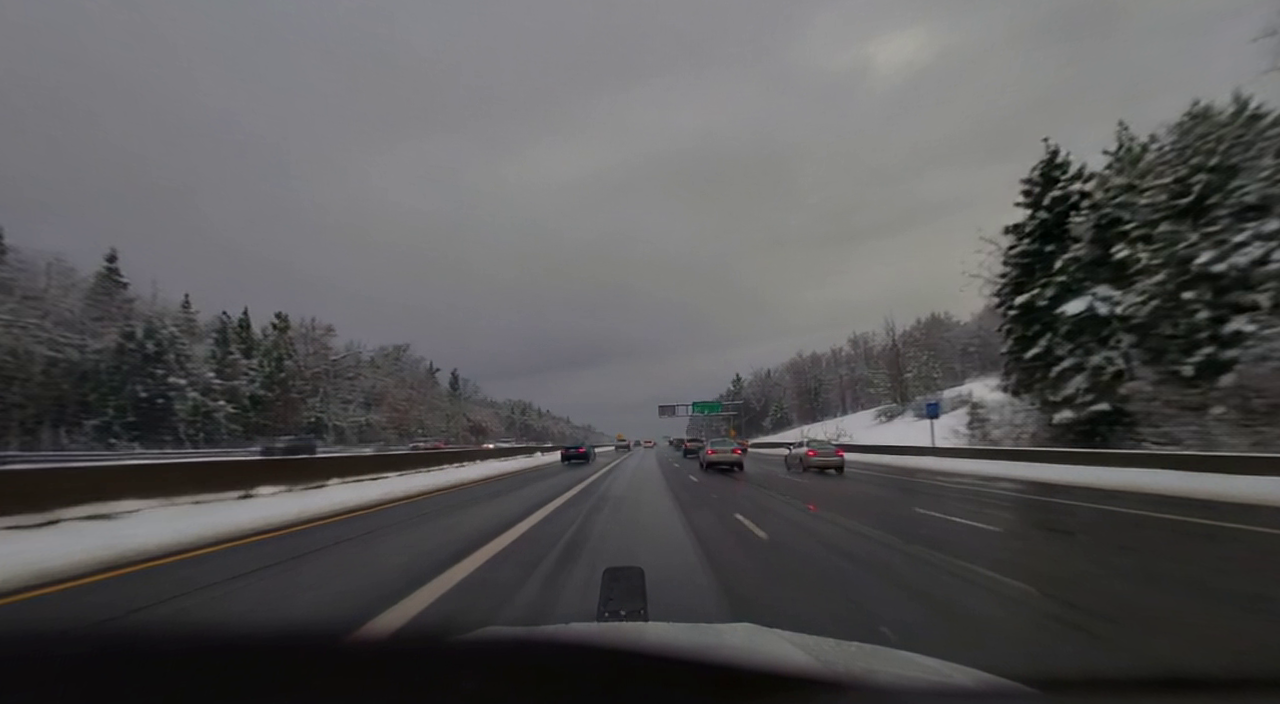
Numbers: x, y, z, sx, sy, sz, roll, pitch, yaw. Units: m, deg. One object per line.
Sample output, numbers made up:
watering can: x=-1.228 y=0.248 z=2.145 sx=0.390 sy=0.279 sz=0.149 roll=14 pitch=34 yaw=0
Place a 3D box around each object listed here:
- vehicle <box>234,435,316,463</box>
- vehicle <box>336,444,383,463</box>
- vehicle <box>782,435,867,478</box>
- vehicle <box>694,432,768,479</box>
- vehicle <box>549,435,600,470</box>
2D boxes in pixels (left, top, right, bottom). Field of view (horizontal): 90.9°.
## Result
vehicle: x=-25.865 y=6.892 z=44.969 sx=2.229 sy=1.809 sz=5.847 roll=-1 pitch=-8 yaw=2
vehicle: x=-21.952 y=7.924 z=49.516 sx=1.716 sy=1.427 sz=4.233 roll=-1 pitch=-8 yaw=1
vehicle: x=7.333 y=4.197 z=25.633 sx=1.988 sy=1.518 sz=4.856 roll=0 pitch=-8 yaw=0
vehicle: x=3.424 y=3.987 z=24.638 sx=2.146 sy=1.639 sz=4.475 roll=0 pitch=-8 yaw=-1
vehicle: x=-3.402 y=5.303 z=33.458 sx=2.106 sy=1.682 sz=4.395 roll=-1 pitch=-8 yaw=2
